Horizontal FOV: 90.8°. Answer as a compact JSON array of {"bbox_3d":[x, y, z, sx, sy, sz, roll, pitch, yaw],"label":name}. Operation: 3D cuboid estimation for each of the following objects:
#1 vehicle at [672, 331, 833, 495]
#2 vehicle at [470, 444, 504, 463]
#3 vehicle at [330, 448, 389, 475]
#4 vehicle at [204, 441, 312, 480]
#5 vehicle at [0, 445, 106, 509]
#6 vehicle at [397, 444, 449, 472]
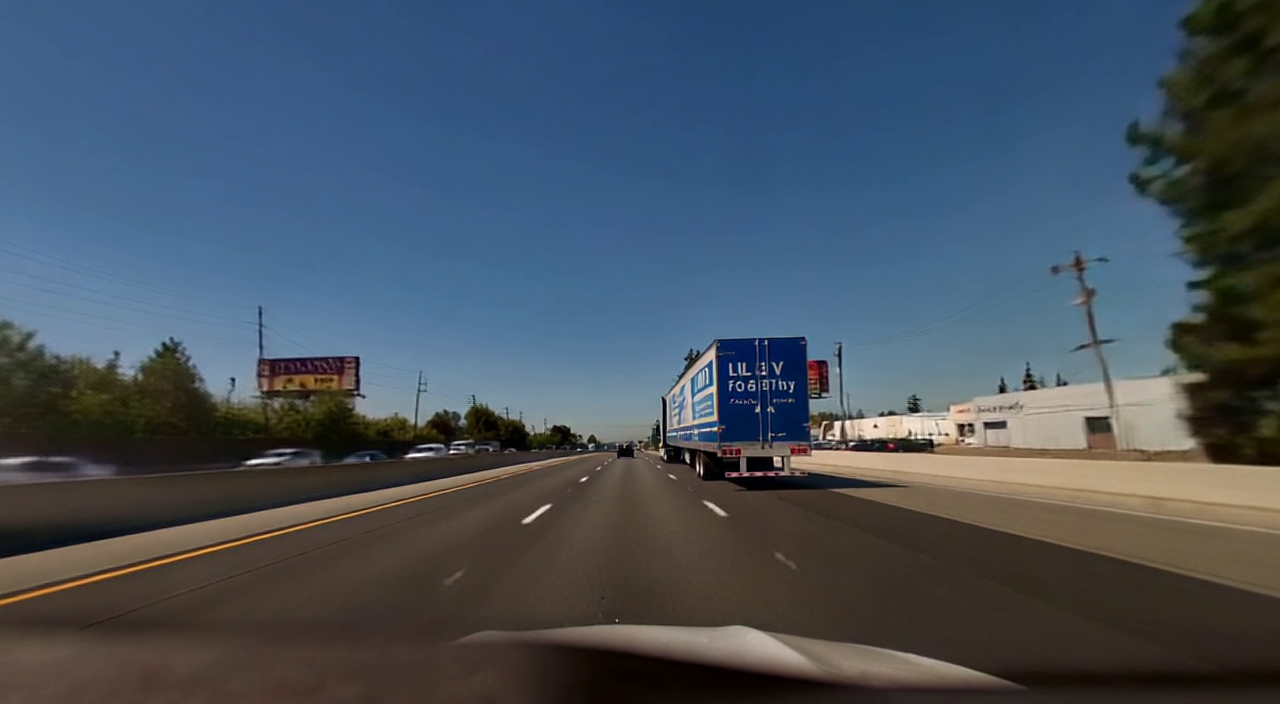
[{"bbox_3d":[3.412,2.880,25.465,2.891,4.387,17.121,0,-9,-2],"label":"vehicle"},{"bbox_3d":[-11.941,7.951,49.592,1.757,1.451,3.658,0,-9,0],"label":"vehicle"},{"bbox_3d":[-15.267,5.937,34.502,1.681,1.381,3.370,0,-9,0],"label":"vehicle"},{"bbox_3d":[-18.954,5.399,31.721,2.122,1.775,5.330,0,-9,-1],"label":"vehicle"},{"bbox_3d":[-14.881,2.897,14.850,1.625,1.396,3.459,0,-9,-1],"label":"vehicle"},{"bbox_3d":[-11.614,5.664,33.950,1.620,1.372,3.339,0,-9,-1],"label":"vehicle"}]
